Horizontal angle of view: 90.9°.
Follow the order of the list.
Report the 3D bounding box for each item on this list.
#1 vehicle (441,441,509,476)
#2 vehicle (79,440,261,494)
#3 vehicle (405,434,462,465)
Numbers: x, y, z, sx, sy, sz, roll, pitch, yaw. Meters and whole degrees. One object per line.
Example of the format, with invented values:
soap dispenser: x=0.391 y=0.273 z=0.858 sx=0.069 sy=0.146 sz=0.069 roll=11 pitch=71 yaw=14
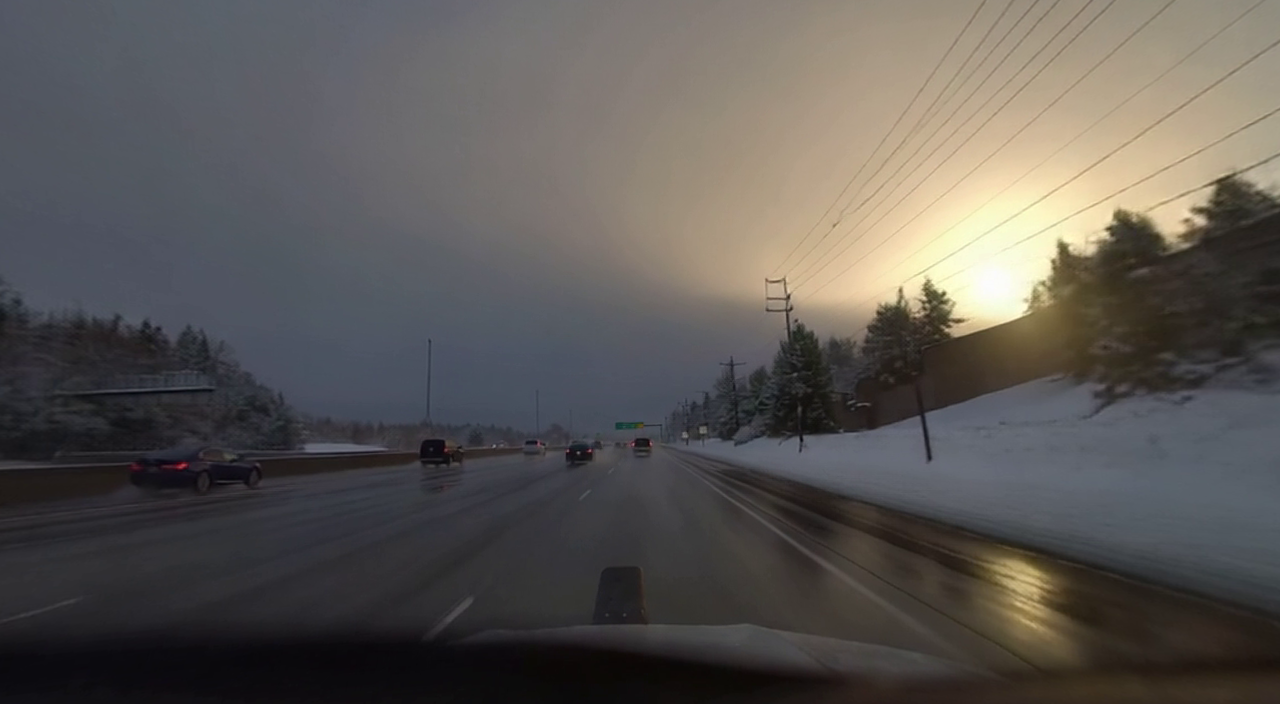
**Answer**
vehicle: x=-7.448 y=4.826 z=28.865 sx=1.899 sy=1.472 sz=4.202 roll=0 pitch=-9 yaw=1
vehicle: x=-14.375 y=3.533 z=19.758 sx=1.885 sy=1.474 sz=4.849 roll=0 pitch=-9 yaw=1
vehicle: x=-14.141 y=6.731 z=43.527 sx=2.172 sy=1.946 sz=5.017 roll=0 pitch=-9 yaw=1
